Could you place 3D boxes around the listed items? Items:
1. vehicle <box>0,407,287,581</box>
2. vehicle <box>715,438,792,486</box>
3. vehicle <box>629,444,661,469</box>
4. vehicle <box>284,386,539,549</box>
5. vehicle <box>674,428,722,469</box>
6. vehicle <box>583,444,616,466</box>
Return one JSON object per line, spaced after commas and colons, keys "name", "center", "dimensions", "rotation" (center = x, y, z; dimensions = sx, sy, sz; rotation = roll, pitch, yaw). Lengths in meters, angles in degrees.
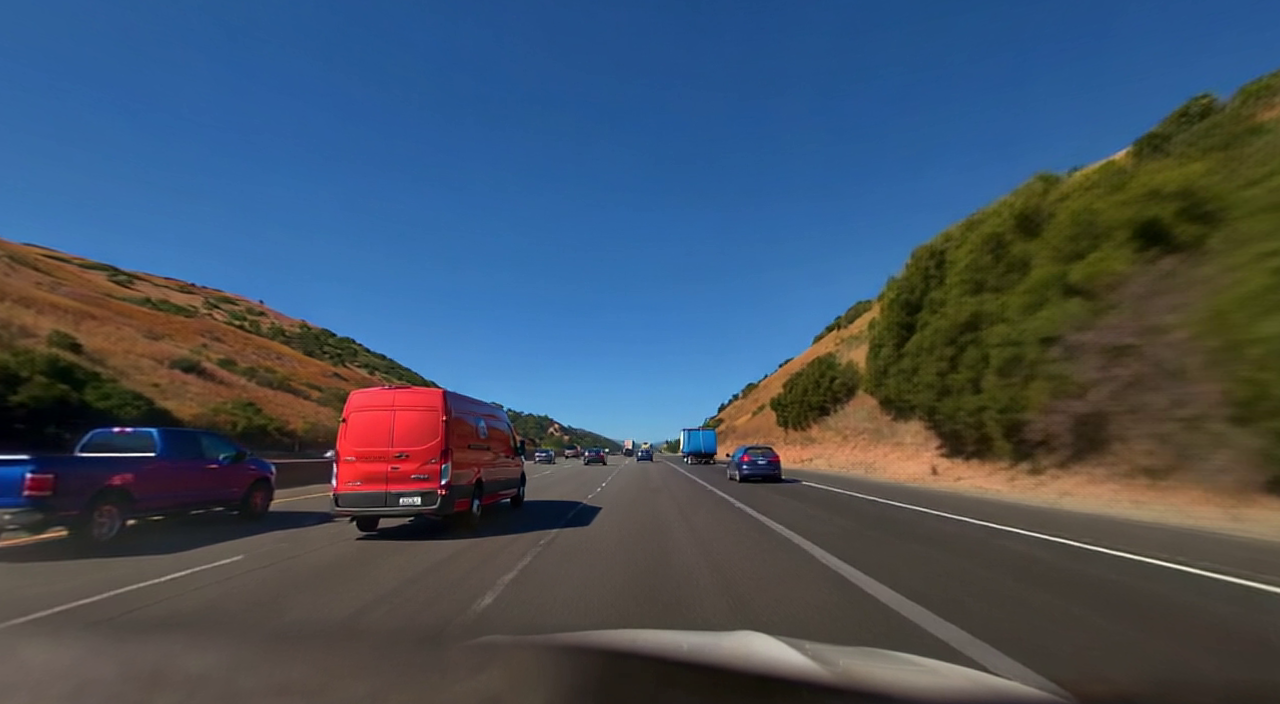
{"name": "vehicle", "center": [-7.372, 1.787, 8.745], "dimensions": [2.054, 1.715, 4.928], "rotation": [0, -9, 0]}
{"name": "vehicle", "center": [4.131, 4.076, 23.576], "dimensions": [2.051, 1.598, 4.145], "rotation": [0, -9, -1]}
{"name": "vehicle", "center": [0.344, 6.811, 41.185], "dimensions": [2.014, 1.543, 3.804], "rotation": [0, -9, 0]}
{"name": "vehicle", "center": [-3.578, 2.013, 11.521], "dimensions": [2.421, 2.203, 5.775], "rotation": [0, -9, 1]}
{"name": "vehicle", "center": [4.153, 7.205, 46.994], "dimensions": [2.877, 2.730, 7.831], "rotation": [0, -9, 0]}
{"name": "vehicle", "center": [-3.048, 7.892, 48.275], "dimensions": [2.138, 1.581, 4.340], "rotation": [0, -9, 1]}
